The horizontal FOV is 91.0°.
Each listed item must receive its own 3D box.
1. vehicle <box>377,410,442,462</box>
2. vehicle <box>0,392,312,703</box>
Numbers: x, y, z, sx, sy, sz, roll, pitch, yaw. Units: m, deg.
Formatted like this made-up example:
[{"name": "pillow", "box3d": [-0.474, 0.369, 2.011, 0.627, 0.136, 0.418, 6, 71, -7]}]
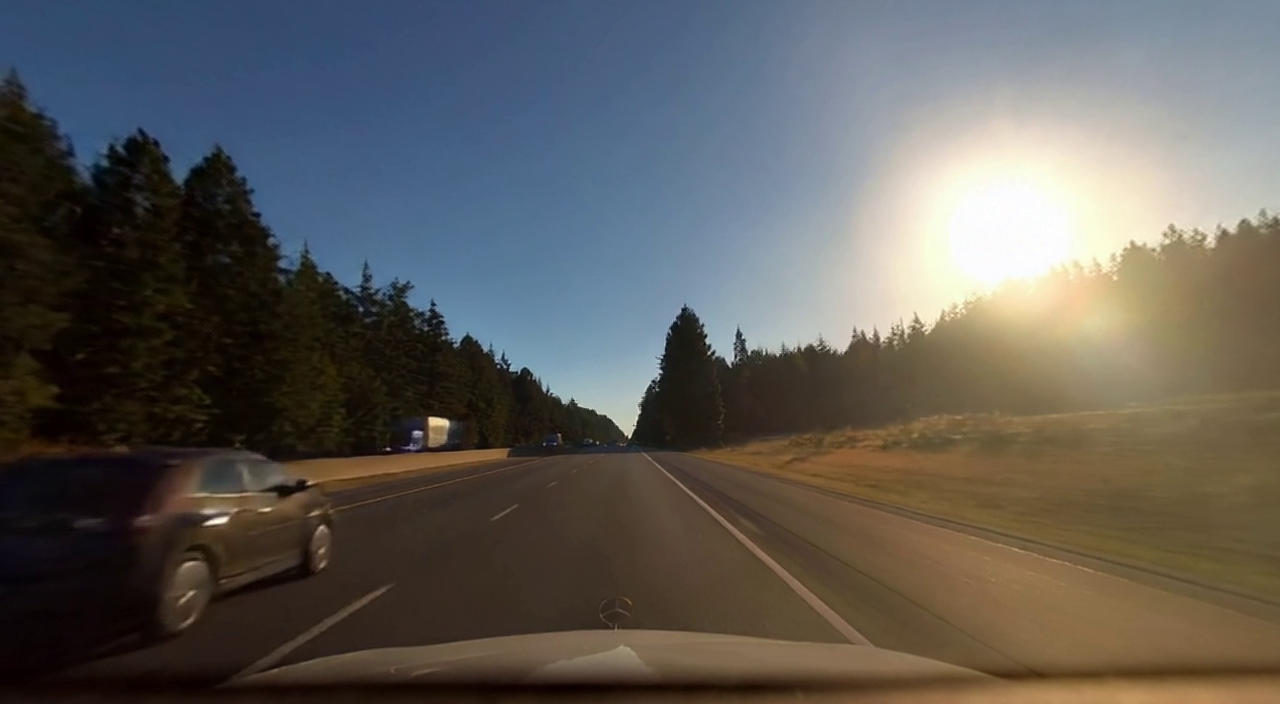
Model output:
[{"name": "vehicle", "box3d": [-18.124, 6.689, 49.929, 2.950, 3.801, 5.860, -1, -8, -1]}, {"name": "vehicle", "box3d": [-4.250, 1.078, 3.586, 2.202, 1.587, 4.754, -1, -8, 0]}]
